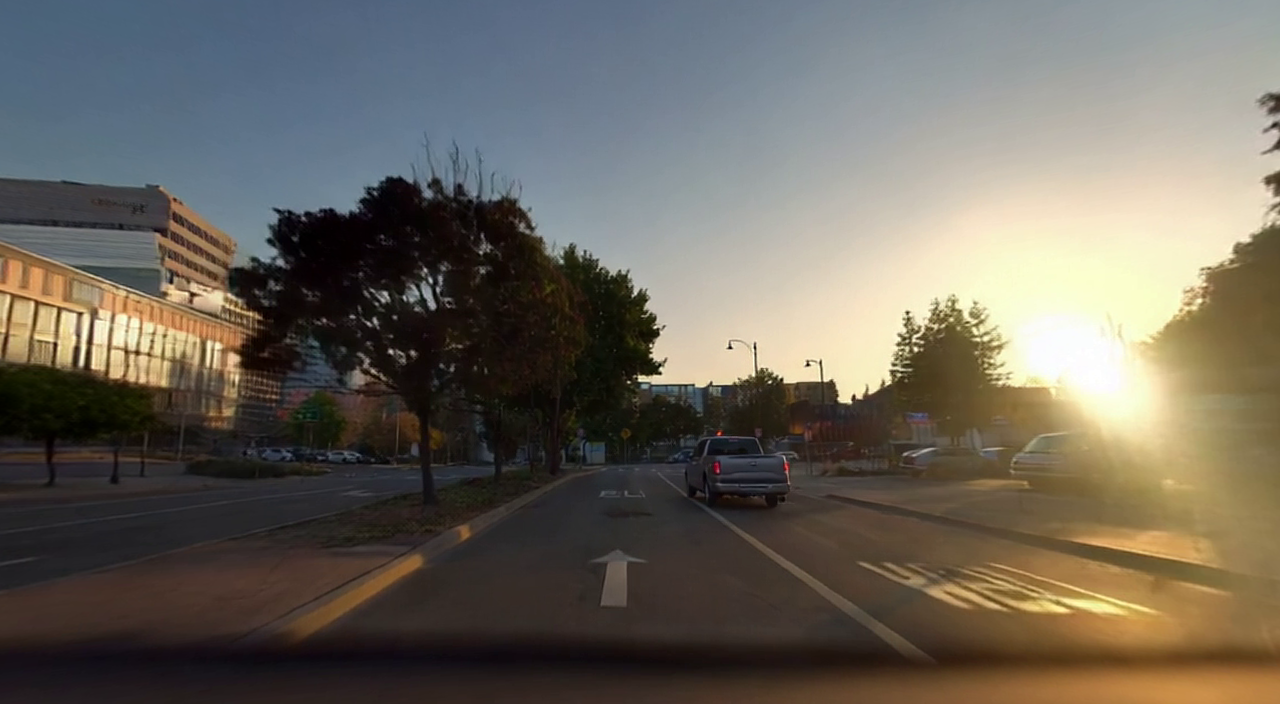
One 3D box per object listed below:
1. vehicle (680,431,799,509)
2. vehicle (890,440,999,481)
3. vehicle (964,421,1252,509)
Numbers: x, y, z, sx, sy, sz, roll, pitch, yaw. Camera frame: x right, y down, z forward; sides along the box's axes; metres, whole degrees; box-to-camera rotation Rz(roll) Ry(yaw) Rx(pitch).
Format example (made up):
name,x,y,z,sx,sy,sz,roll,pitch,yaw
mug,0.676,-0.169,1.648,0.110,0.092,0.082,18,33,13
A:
name,x,y,z,sx,sy,sz,roll,pitch,yaw
vehicle,2.677,3.369,18.709,2.402,1.922,5.677,0,-8,-2
vehicle,16.608,5.937,34.708,4.765,1.678,2.228,-5,-3,5
vehicle,15.367,3.772,21.188,7.551,2.142,2.896,5,-10,-2
